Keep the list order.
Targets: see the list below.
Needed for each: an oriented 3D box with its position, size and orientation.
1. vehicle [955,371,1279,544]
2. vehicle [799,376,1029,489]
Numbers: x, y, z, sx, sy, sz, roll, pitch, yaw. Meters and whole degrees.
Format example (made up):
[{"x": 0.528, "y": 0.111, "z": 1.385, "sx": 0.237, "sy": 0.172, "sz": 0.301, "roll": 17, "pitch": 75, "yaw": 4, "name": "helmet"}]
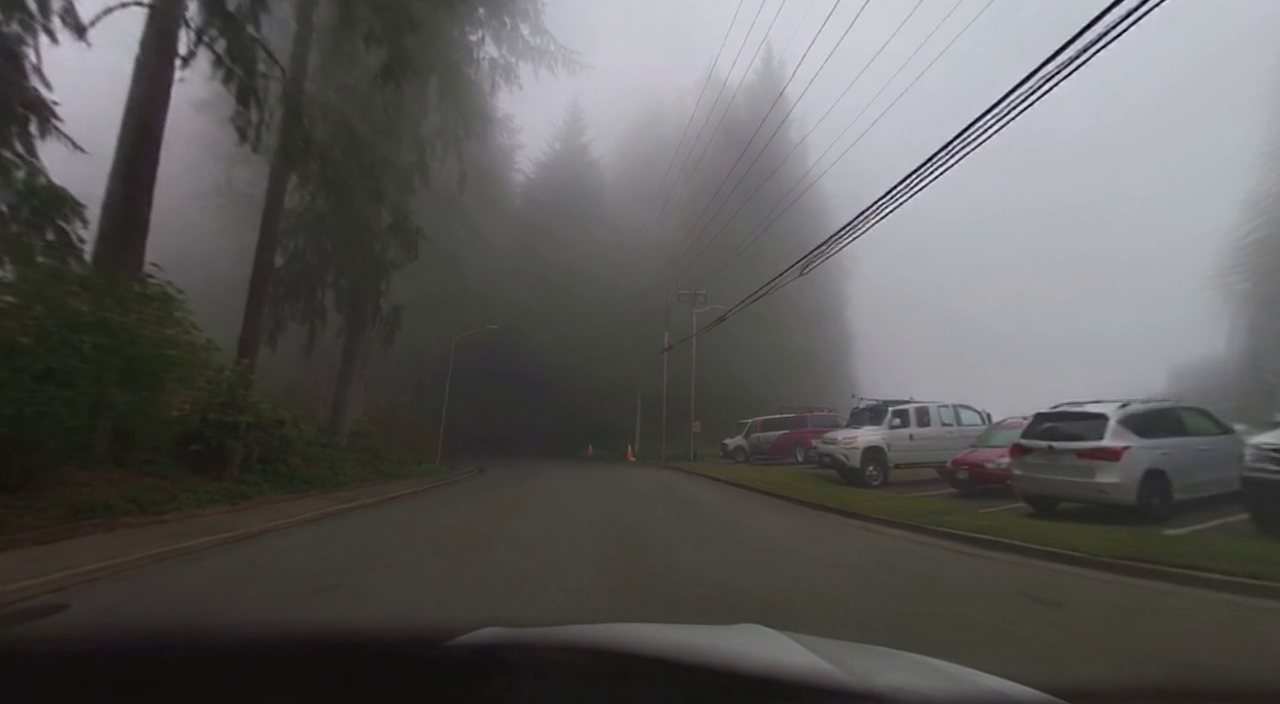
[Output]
[{"x": 6.935, "y": 1.280, "z": 8.912, "sx": 4.444, "sy": 1.902, "sz": 2.099, "roll": 1, "pitch": -4, "yaw": -26, "name": "vehicle"}, {"x": 6.677, "y": 1.915, "z": 15.322, "sx": 5.269, "sy": 2.289, "sz": 2.446, "roll": 4, "pitch": -8, "yaw": -32, "name": "vehicle"}]
